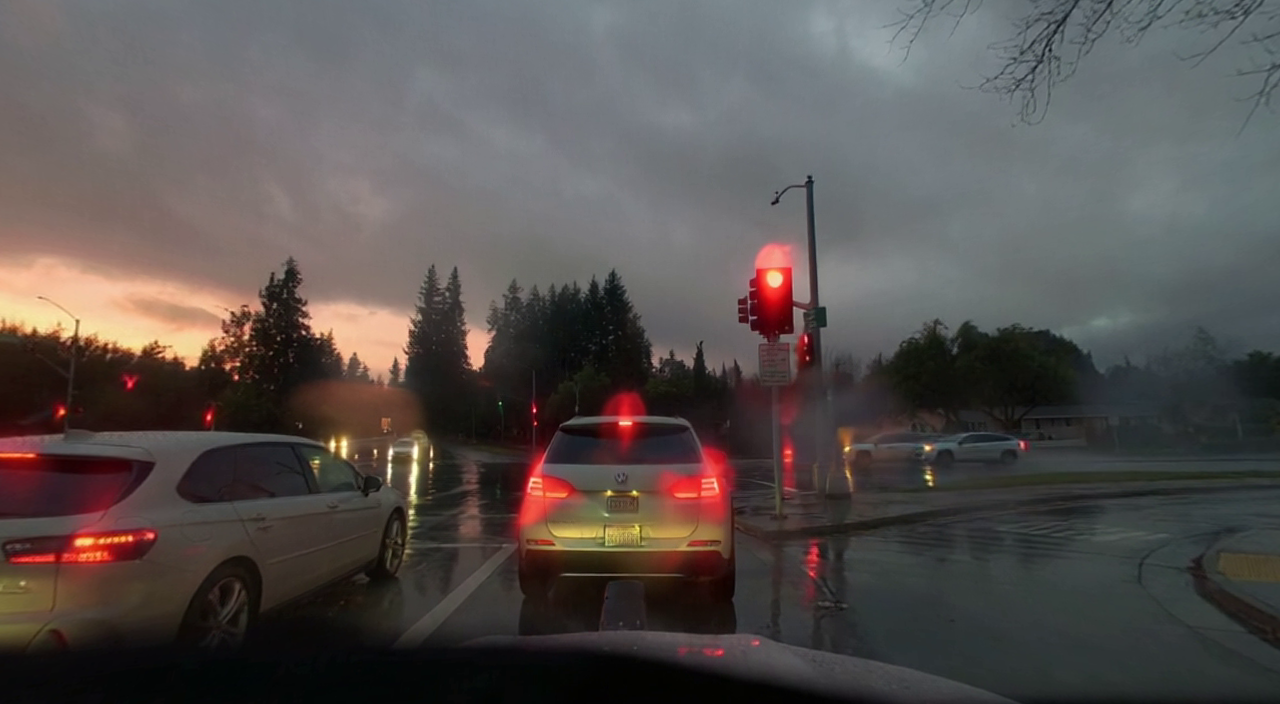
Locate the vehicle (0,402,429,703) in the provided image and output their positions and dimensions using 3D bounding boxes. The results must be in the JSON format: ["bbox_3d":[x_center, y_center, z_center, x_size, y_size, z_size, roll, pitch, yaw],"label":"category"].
[{"bbox_3d":[-3.299,1.273,4.710,2.035,1.492,4.415,0,-9,-2],"label":"vehicle"}]

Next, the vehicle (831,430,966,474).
[{"bbox_3d":[10.898,4.250,26.981,4.887,1.769,2.035,-1,-9,6],"label":"vehicle"}]

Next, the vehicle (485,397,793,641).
[{"bbox_3d":[-0.146,1.472,6.563,2.154,1.670,4.140,1,-9,-4],"label":"vehicle"}]

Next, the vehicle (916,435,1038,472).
[{"bbox_3d":[15.821,4.786,29.882,4.639,1.621,1.867,-1,-9,6],"label":"vehicle"}]
